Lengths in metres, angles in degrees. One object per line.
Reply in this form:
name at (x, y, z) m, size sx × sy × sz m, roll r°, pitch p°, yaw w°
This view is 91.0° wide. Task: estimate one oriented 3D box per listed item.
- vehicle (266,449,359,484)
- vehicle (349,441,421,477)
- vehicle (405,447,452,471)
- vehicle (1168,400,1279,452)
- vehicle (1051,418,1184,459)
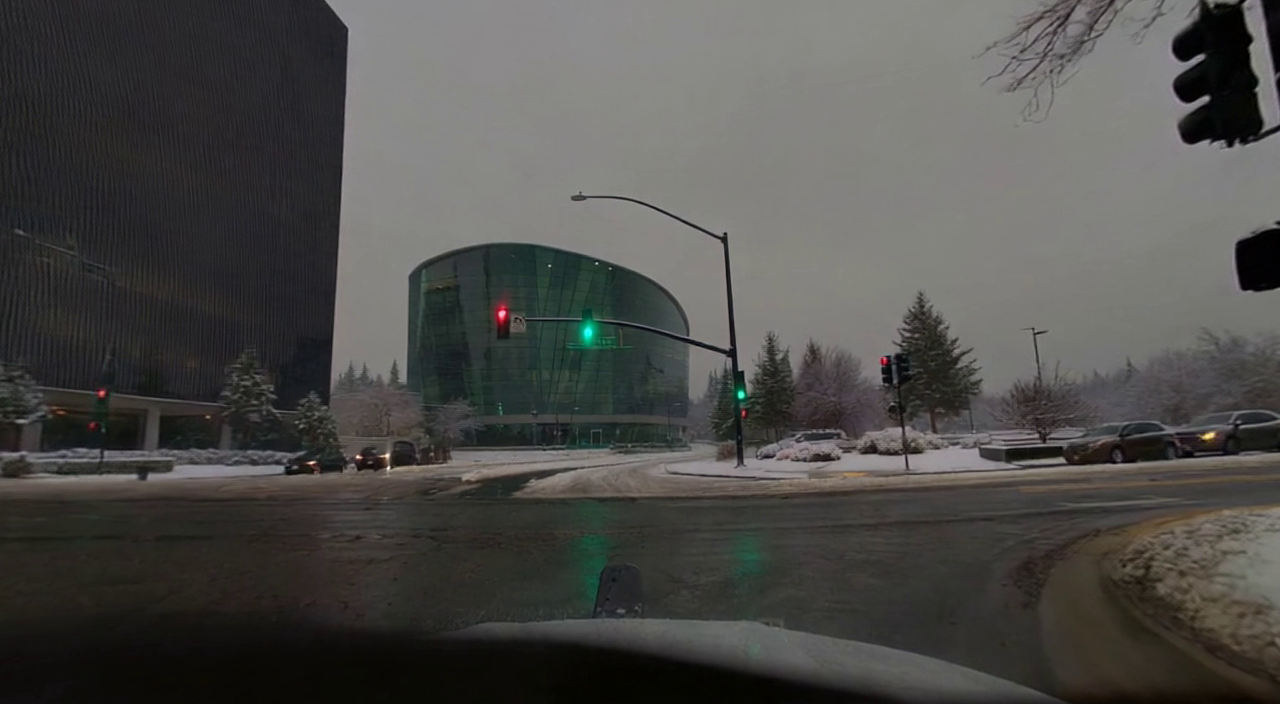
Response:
vehicle at (-14.831, 5.202, 28.830) m, size 1.790 × 1.437 × 4.349 m, roll 0°, pitch -9°, yaw 2°
vehicle at (-14.876, 6.242, 37.071) m, size 2.091 × 1.915 × 5.040 m, roll 0°, pitch -9°, yaw 0°
vehicle at (-15.135, 7.646, 45.227) m, size 1.932 × 1.605 × 4.146 m, roll 0°, pitch -9°, yaw -1°
vehicle at (24.407, 3.019, 25.142) m, size 2.109 × 1.836 × 5.080 m, roll -2°, pitch -10°, yaw 0°
vehicle at (19.072, 3.528, 25.440) m, size 1.834 × 1.480 × 4.458 m, roll 0°, pitch -9°, yaw 0°
